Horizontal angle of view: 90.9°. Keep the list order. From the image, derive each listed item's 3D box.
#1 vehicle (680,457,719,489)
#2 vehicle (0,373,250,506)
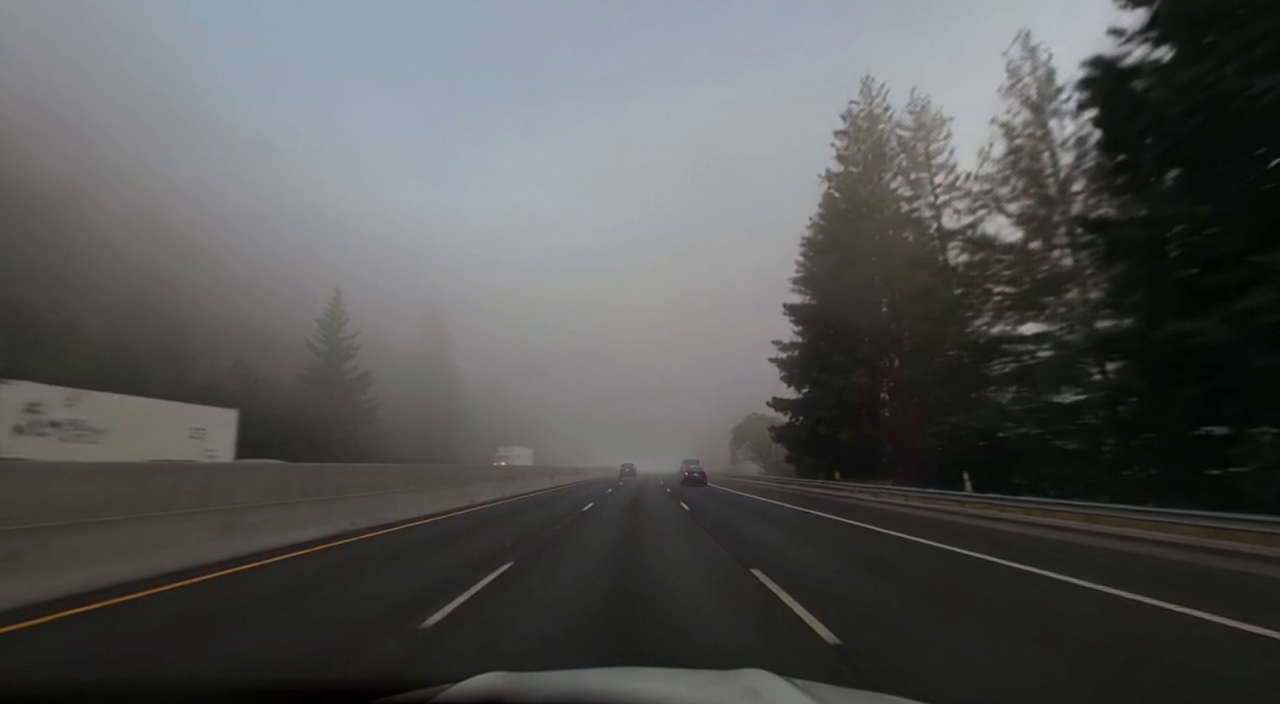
[{"bbox_3d":[3.785,7.855,40.984,2.093,1.933,4.623,1,-10,0],"label":"vehicle"},{"bbox_3d":[-21.560,3.739,25.363,2.926,4.109,13.439,1,-10,1],"label":"vehicle"}]
